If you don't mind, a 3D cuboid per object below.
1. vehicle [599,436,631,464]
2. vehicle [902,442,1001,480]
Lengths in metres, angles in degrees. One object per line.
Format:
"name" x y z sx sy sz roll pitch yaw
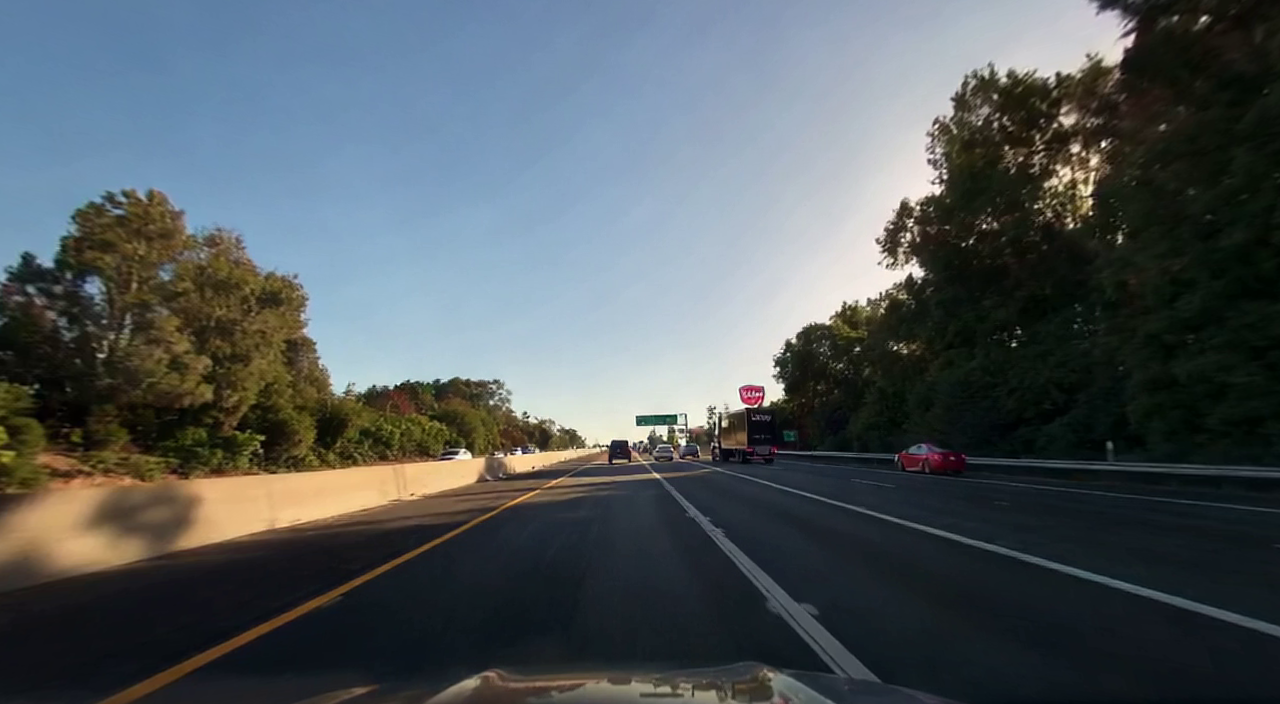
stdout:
"vehicle" -1.925 7.740 49.869 2.357 2.040 5.371 0 -9 -1
"vehicle" 13.258 4.638 27.236 1.862 1.462 4.459 0 -9 -1
